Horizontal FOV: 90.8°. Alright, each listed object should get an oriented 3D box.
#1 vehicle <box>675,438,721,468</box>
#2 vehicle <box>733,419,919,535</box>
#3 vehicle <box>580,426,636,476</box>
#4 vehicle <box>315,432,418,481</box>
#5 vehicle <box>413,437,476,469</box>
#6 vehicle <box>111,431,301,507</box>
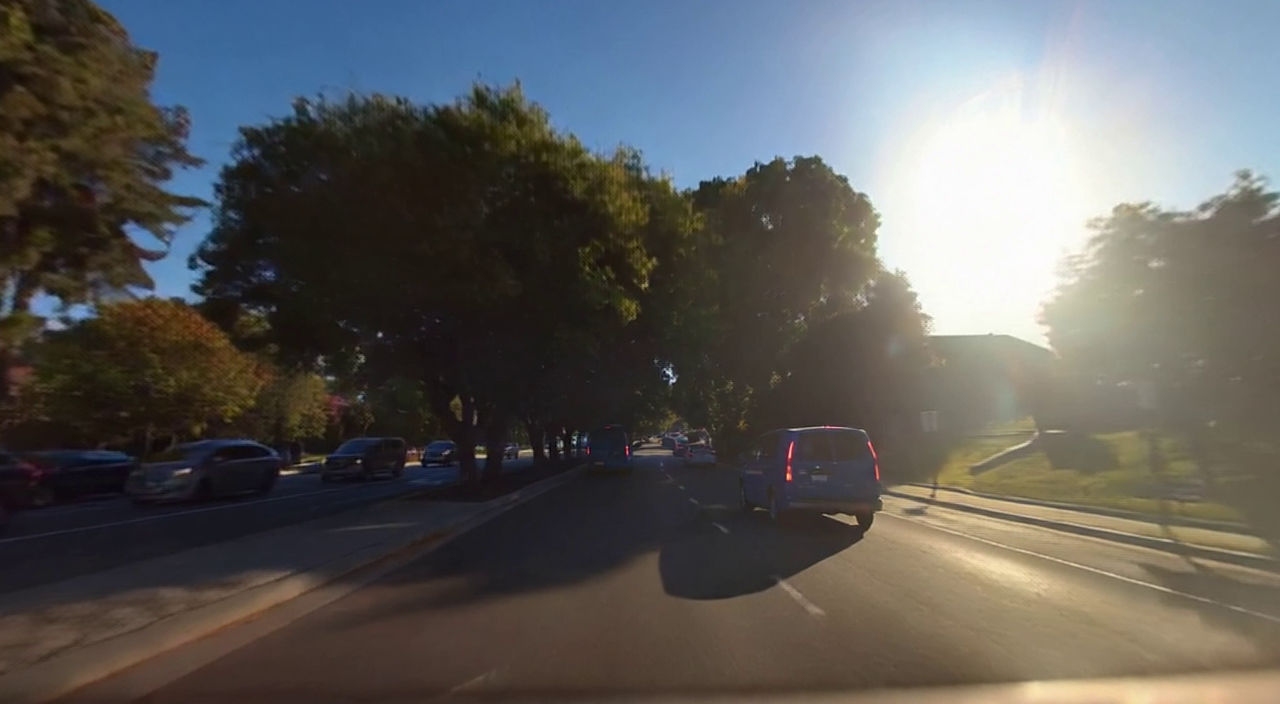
[{"bbox_3d":[3.372,6.004,37.629,2.248,1.692,4.252,0,-8,-1],"label":"vehicle"},{"bbox_3d":[3.011,2.123,11.295,1.965,1.671,4.146,0,-8,-1],"label":"vehicle"},{"bbox_3d":[-1.327,4.404,28.248,2.228,2.054,4.309,0,-8,1],"label":"vehicle"},{"bbox_3d":[-11.101,4.267,26.110,2.091,1.806,4.859,0,-8,0],"label":"vehicle"},{"bbox_3d":[-11.265,5.862,36.778,2.192,1.754,4.569,0,-8,0],"label":"vehicle"},{"bbox_3d":[-10.927,2.953,16.379,1.988,1.689,4.047,0,-8,0],"label":"vehicle"}]
